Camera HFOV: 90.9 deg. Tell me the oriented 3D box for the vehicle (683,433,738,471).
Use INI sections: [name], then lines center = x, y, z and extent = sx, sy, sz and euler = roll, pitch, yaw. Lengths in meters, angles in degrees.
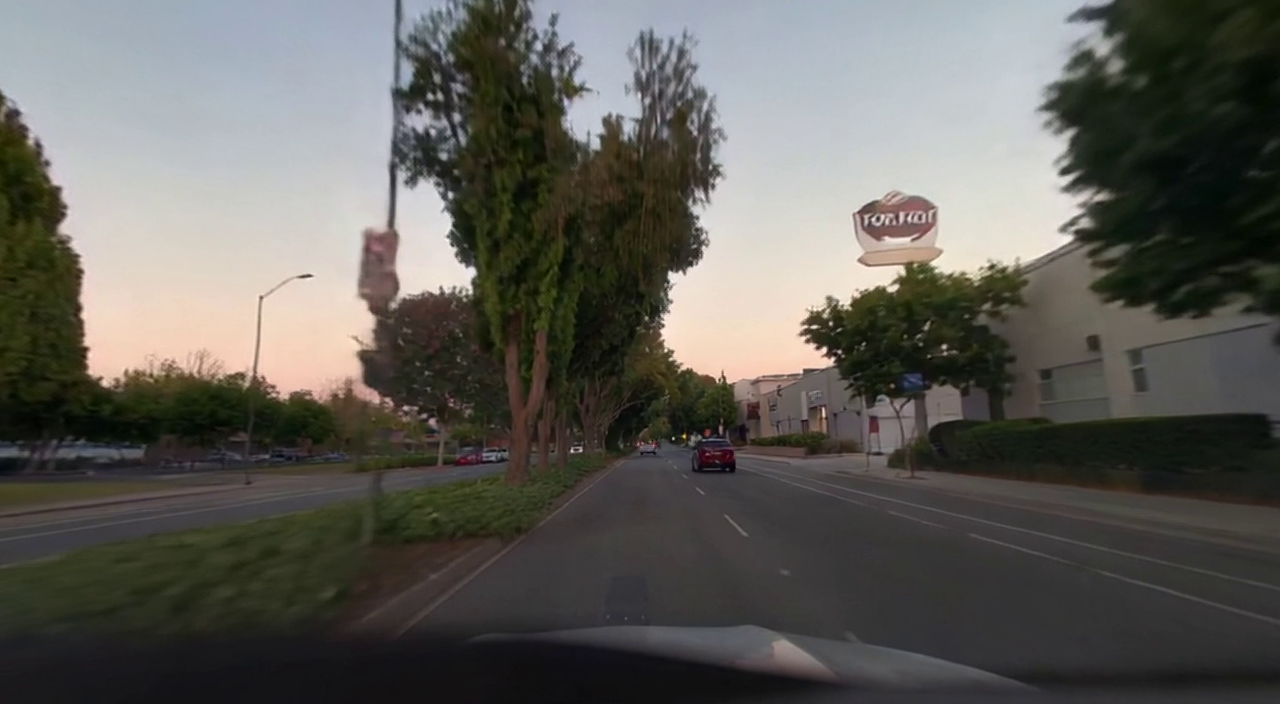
[vehicle]
center = 3.464, 5.001, 31.724
extent = 2.143, 1.759, 4.378
euler = 0, -8, -1
